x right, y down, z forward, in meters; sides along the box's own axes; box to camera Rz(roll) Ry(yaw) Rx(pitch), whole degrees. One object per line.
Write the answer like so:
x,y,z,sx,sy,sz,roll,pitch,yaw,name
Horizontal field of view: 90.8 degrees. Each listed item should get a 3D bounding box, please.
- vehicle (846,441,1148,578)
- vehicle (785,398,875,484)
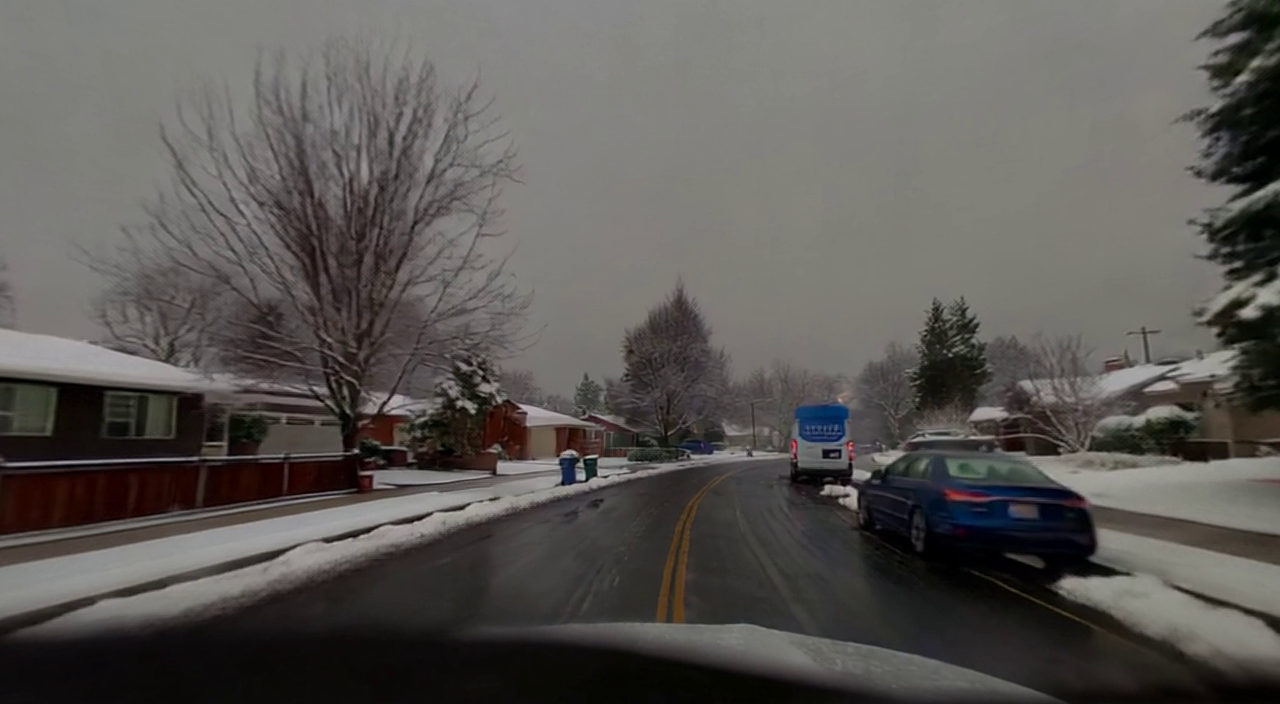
4.275,1.890,8.531,1.835,1.349,4.285,-1,-8,4,vehicle
6.920,3.320,23.556,2.684,2.712,6.197,-3,-8,14,vehicle
